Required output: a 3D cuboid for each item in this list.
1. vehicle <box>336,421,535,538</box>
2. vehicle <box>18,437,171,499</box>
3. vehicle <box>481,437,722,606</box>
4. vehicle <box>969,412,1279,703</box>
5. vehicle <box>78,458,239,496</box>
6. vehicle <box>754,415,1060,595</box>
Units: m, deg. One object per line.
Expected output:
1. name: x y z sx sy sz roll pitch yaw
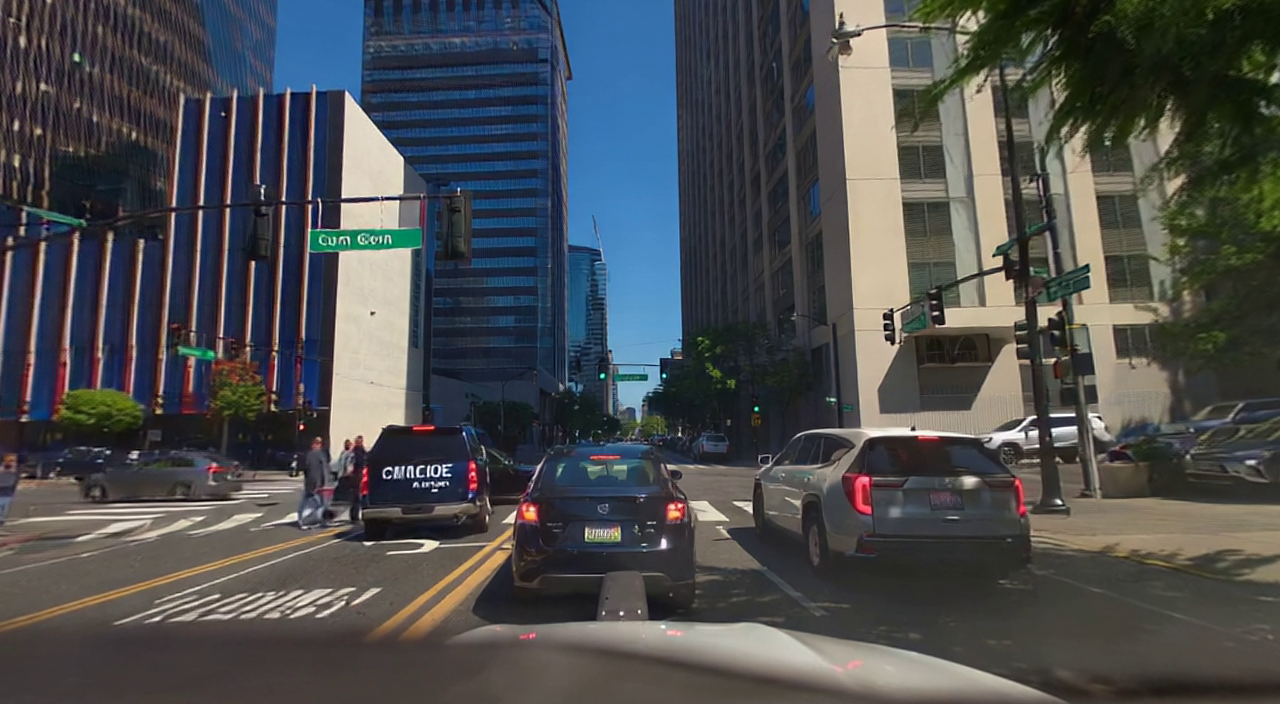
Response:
1. vehicle: -3.689 2.412 12.691 2.190 1.840 5.272 0 -8 0
2. vehicle: -30.873 6.519 35.930 5.896 3.276 2.809 1 -8 1
3. vehicle: -0.362 1.786 7.640 2.092 1.454 4.132 0 -8 -1
4. vehicle: 2.743 0.806 1.113 1.902 1.454 4.540 0 -8 0
5. vehicle: -20.228 5.249 26.709 5.153 1.449 1.966 0 -8 0
6. vehicle: 3.042 1.847 8.619 2.072 1.735 4.759 0 -8 0
